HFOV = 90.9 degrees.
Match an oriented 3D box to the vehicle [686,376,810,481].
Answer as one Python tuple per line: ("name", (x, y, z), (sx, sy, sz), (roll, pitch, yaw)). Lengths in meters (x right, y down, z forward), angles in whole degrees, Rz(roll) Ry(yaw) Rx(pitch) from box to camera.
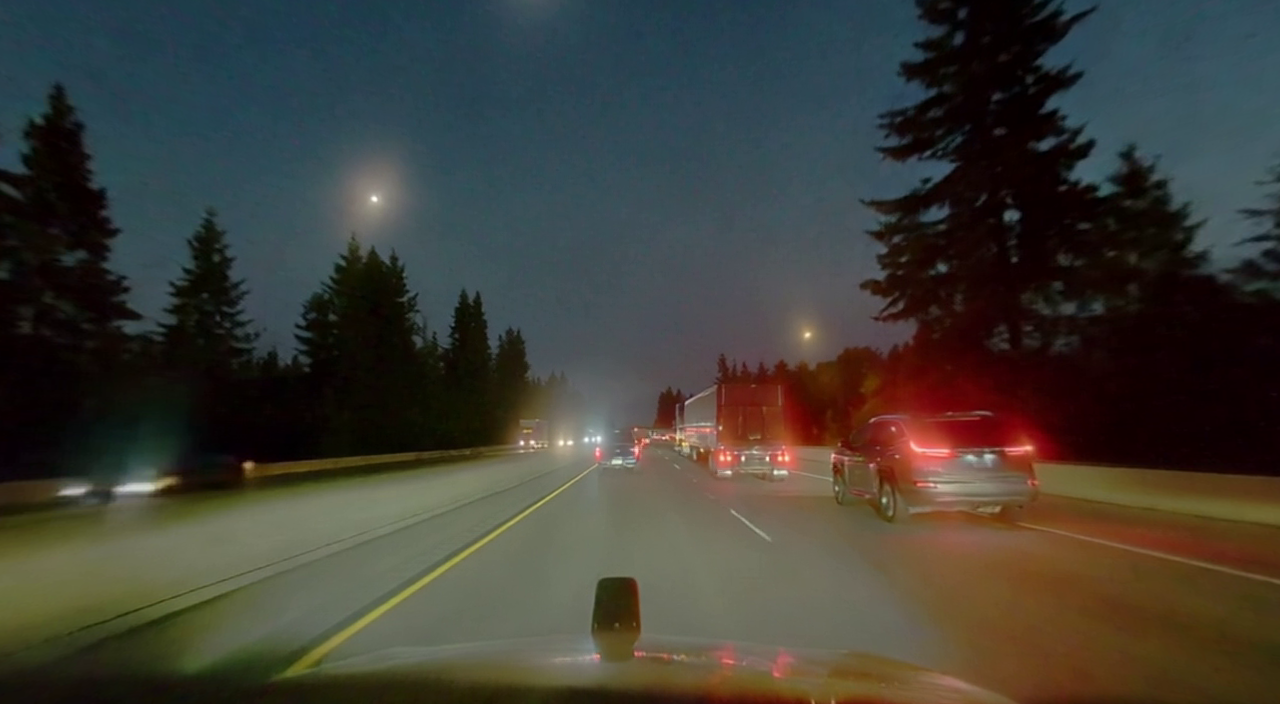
("vehicle", (3.418, 2.759, 22.517), (2.723, 3.027, 8.478), (0, -7, -1))

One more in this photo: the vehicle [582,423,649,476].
("vehicle", (-0.771, 3.296, 21.624), (2.082, 1.638, 4.055), (0, -7, 0))

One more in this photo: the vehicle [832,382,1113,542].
("vehicle", (4.601, 1.572, 9.576), (2.011, 1.905, 3.905), (0, -8, -2))
